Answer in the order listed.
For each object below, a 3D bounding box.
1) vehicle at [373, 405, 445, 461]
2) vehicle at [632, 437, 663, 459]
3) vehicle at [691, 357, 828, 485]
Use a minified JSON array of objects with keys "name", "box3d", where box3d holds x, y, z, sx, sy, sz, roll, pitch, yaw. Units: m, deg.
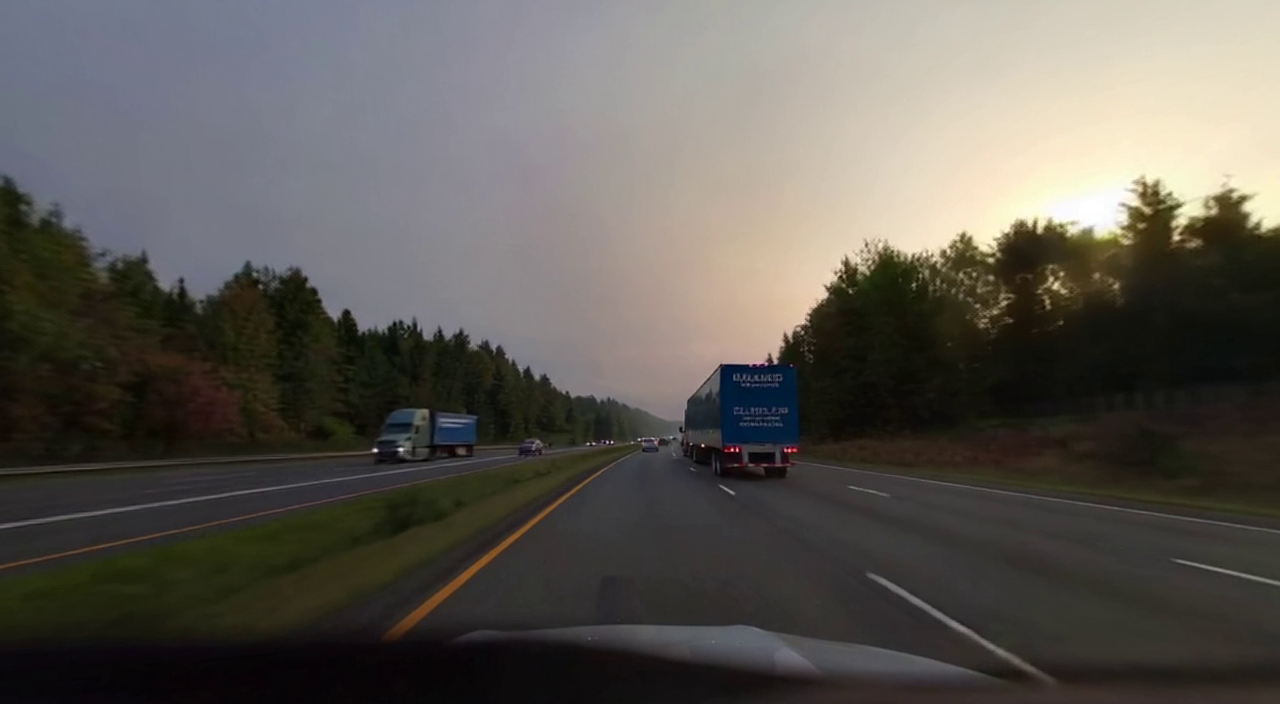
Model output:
[{"name":"vehicle","box3d":[-17.611,6.268,48.462,3.000,4.016,5.901,-1,-8,2]},{"name":"vehicle","box3d":[0.575,7.190,47.434,2.209,1.499,4.144,0,-8,0]},{"name":"vehicle","box3d":[4.350,3.079,26.925,3.171,4.072,13.784,0,-8,0]}]
